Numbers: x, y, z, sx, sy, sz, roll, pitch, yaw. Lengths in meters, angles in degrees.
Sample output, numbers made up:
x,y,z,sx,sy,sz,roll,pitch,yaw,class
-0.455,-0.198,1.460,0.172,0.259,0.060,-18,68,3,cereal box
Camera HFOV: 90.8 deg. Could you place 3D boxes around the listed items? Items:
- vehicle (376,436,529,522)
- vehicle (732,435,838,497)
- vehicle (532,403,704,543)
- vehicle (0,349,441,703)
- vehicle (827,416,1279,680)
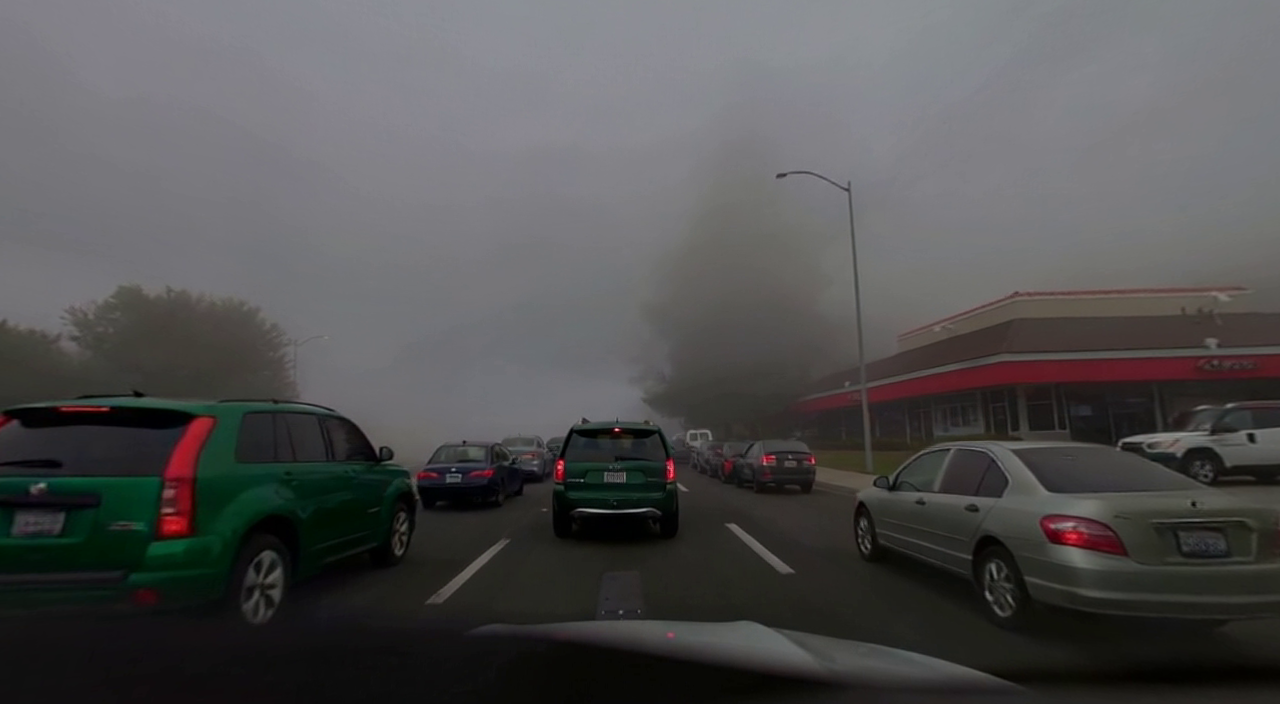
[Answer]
x,y,z,sx,sy,sz,roll,pitch,yaw,class
-3.567,2.480,12.909,1.849,1.451,4.218,0,-9,-1,vehicle
3.896,3.135,17.762,1.875,1.521,4.192,0,-9,-1,vehicle
-0.326,1.899,10.441,2.238,1.825,4.190,0,-9,-1,vehicle
-3.628,1.229,5.567,2.231,1.853,4.461,0,-9,0,vehicle
3.378,1.440,5.826,1.900,1.477,4.352,0,-9,-1,vehicle
